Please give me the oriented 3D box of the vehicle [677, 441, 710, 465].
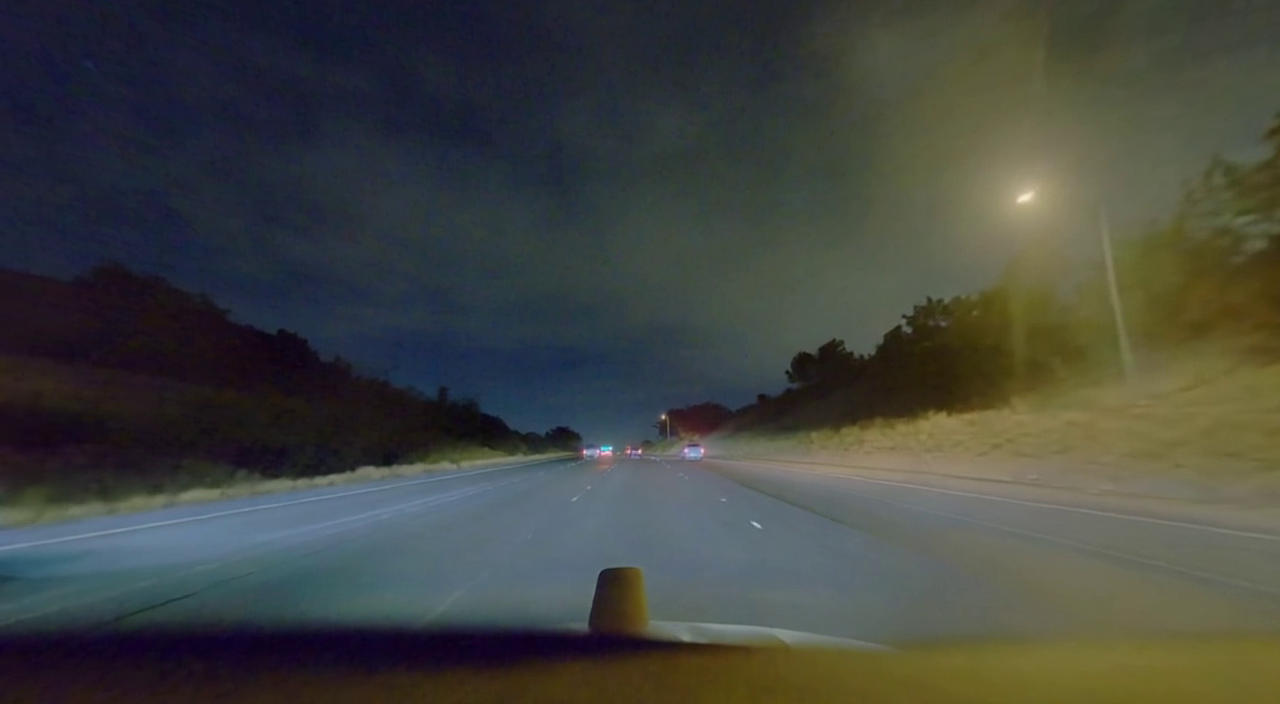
[{"bbox_3d":[4.008,7.677,48.066,1.995,1.712,4.206,0,-8,-2],"label":"vehicle"}]
